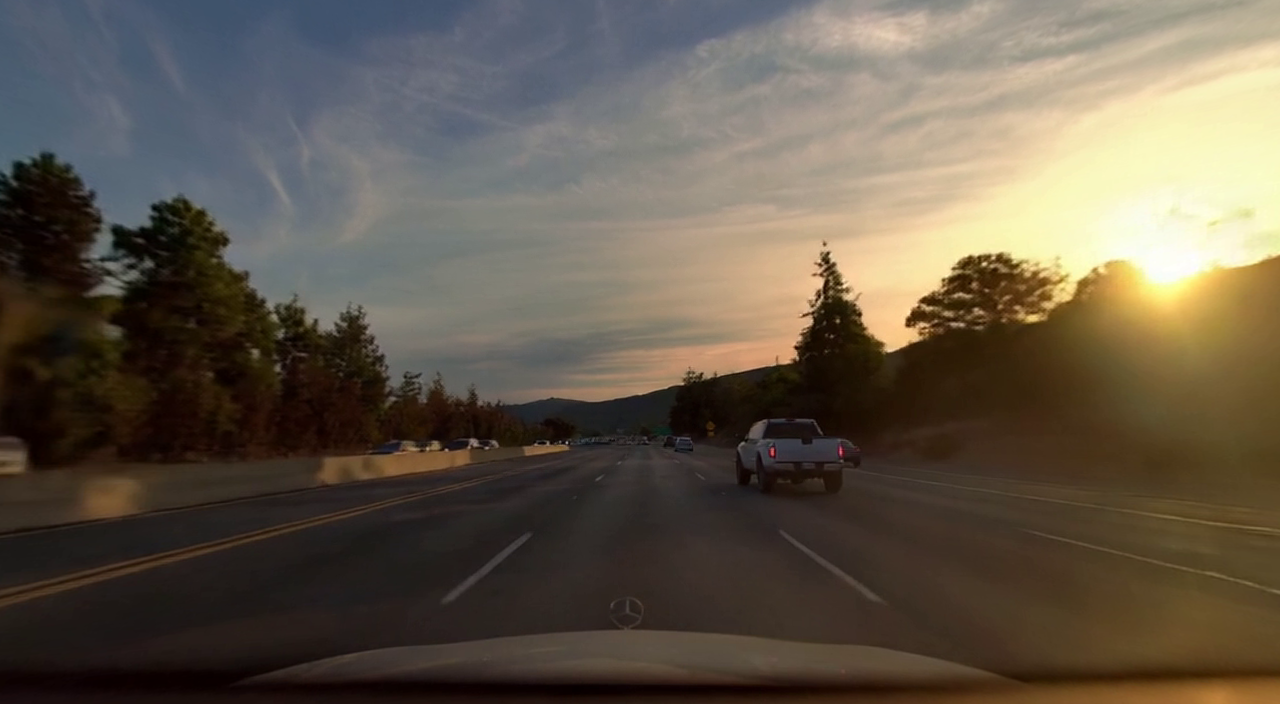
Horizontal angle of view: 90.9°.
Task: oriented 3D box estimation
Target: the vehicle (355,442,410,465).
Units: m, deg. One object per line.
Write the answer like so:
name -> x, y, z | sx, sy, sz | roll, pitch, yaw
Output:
vehicle -> -17.147, 6.760, 42.246 | 1.774, 1.469, 4.331 | -1, -8, 1

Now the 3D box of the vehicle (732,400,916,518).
vehicle -> 3.519, 2.202, 13.504 | 2.218, 1.964, 5.662 | 0, -8, 0
